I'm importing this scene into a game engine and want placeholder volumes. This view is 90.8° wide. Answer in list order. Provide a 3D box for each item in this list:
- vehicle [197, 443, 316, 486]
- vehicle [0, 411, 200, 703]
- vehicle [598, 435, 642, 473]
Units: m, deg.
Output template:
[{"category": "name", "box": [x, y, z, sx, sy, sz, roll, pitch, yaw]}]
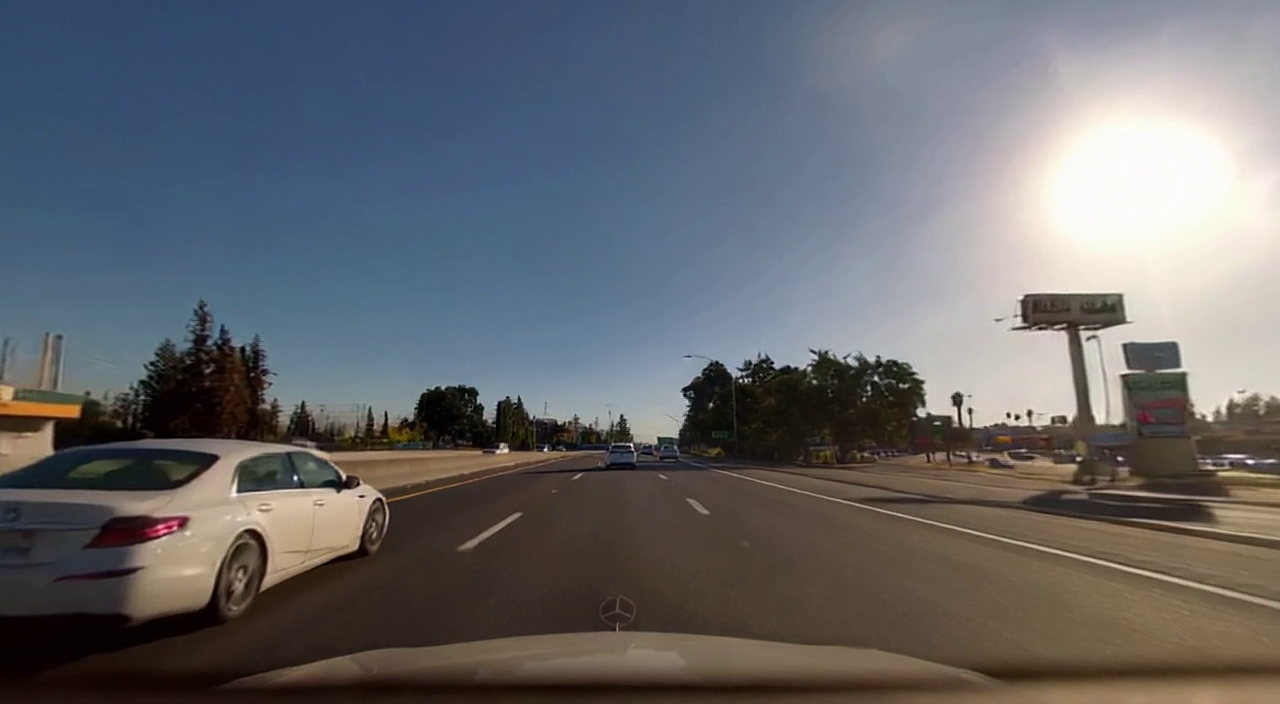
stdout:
[{"category": "vehicle", "box": [-15.446, 4.536, 25.808, 2.011, 1.549, 4.511, 0, -9, 0]}, {"category": "vehicle", "box": [-4.102, 0.910, 2.214, 1.907, 1.483, 4.562, 0, -9, -1]}, {"category": "vehicle", "box": [-1.024, 5.386, 33.446, 2.155, 1.856, 4.796, 0, -9, 0]}]
